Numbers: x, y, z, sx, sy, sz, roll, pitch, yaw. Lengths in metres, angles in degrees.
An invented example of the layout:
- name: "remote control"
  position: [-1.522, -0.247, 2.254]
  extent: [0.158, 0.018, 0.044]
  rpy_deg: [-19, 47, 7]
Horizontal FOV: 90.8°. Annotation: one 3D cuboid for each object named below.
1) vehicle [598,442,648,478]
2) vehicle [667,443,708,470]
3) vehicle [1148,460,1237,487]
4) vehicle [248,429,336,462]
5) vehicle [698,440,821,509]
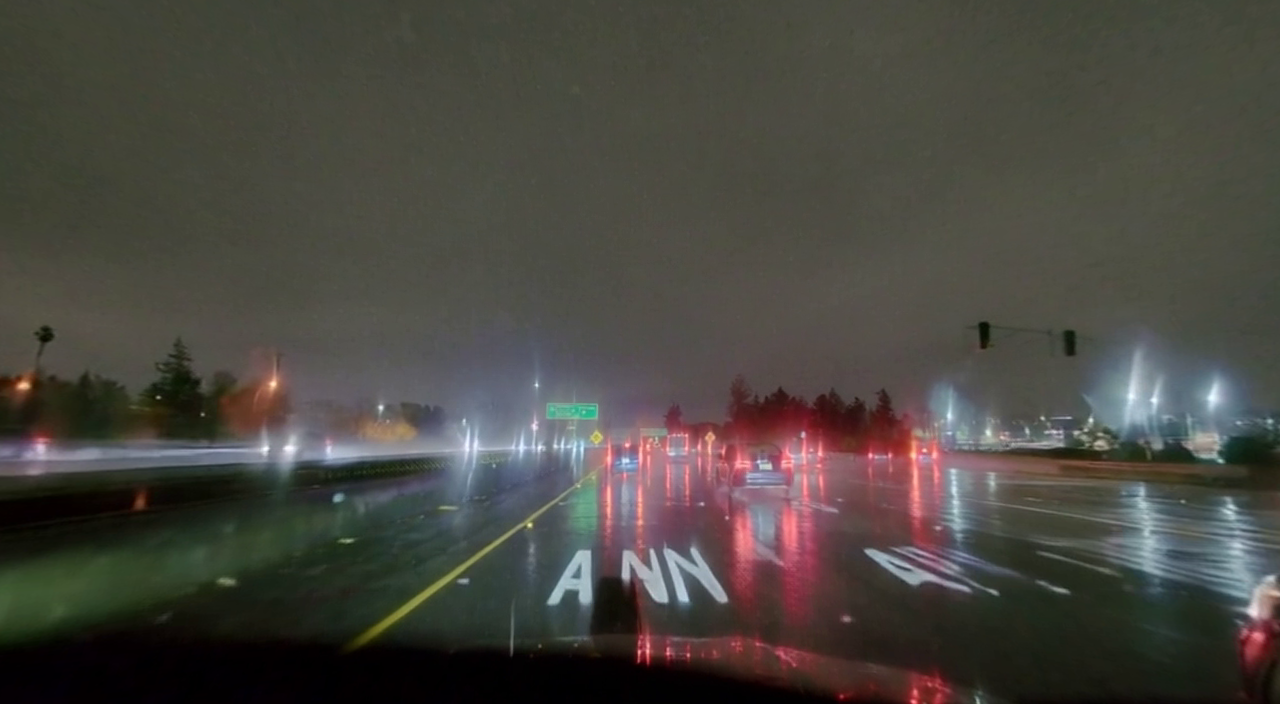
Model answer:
- name: "vehicle"
  position: [-0.744, 4.766, 28.037]
  extent: [2.069, 1.470, 4.004]
  rpy_deg: [0, -9, -1]
- name: "vehicle"
  position: [2.716, 6.130, 37.145]
  extent: [1.916, 1.487, 4.117]
  rpy_deg: [0, -9, -3]
- name: "vehicle"
  position: [31.566, 6.929, 36.228]
  extent: [1.607, 1.396, 3.554]
  rpy_deg: [1, -9, -6]
- name: "vehicle"
  position: [-20.253, 5.492, 37.095]
  extent: [2.209, 1.764, 5.258]
  rpy_deg: [0, -9, -1]
- name: "vehicle"
  position: [2.774, 2.961, 15.820]
  extent: [2.042, 1.460, 4.451]
  rpy_deg: [0, -9, -2]
